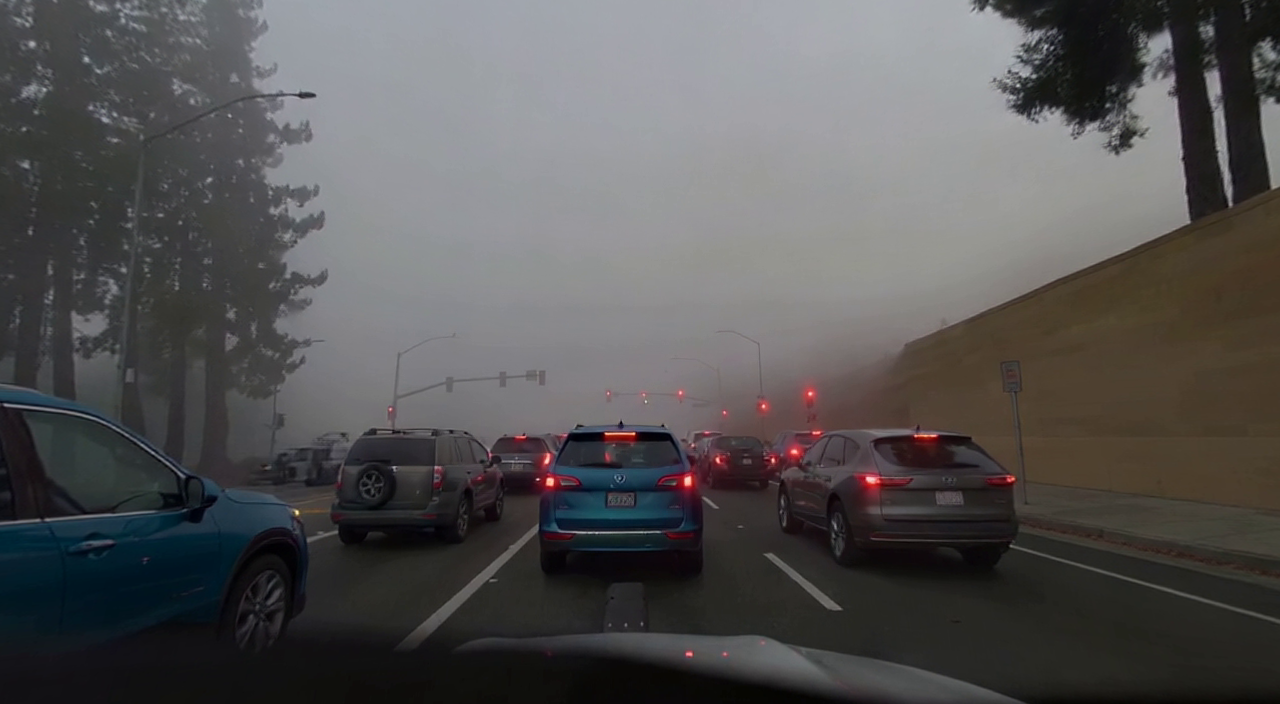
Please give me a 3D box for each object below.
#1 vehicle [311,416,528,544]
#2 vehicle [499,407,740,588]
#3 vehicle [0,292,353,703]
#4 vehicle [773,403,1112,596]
[{"bbox_3d":[-3.496,2.126,11.166,2.067,1.759,4.631,0,-8,1],"label":"vehicle"},{"bbox_3d":[-0.157,1.655,7.933,2.245,1.677,3.913,0,-8,1],"label":"vehicle"},{"bbox_3d":[-3.519,0.830,3.100,2.070,1.913,4.450,0,-8,0],"label":"vehicle"},{"bbox_3d":[3.142,1.621,7.799,2.029,1.702,4.281,0,-8,0],"label":"vehicle"}]
